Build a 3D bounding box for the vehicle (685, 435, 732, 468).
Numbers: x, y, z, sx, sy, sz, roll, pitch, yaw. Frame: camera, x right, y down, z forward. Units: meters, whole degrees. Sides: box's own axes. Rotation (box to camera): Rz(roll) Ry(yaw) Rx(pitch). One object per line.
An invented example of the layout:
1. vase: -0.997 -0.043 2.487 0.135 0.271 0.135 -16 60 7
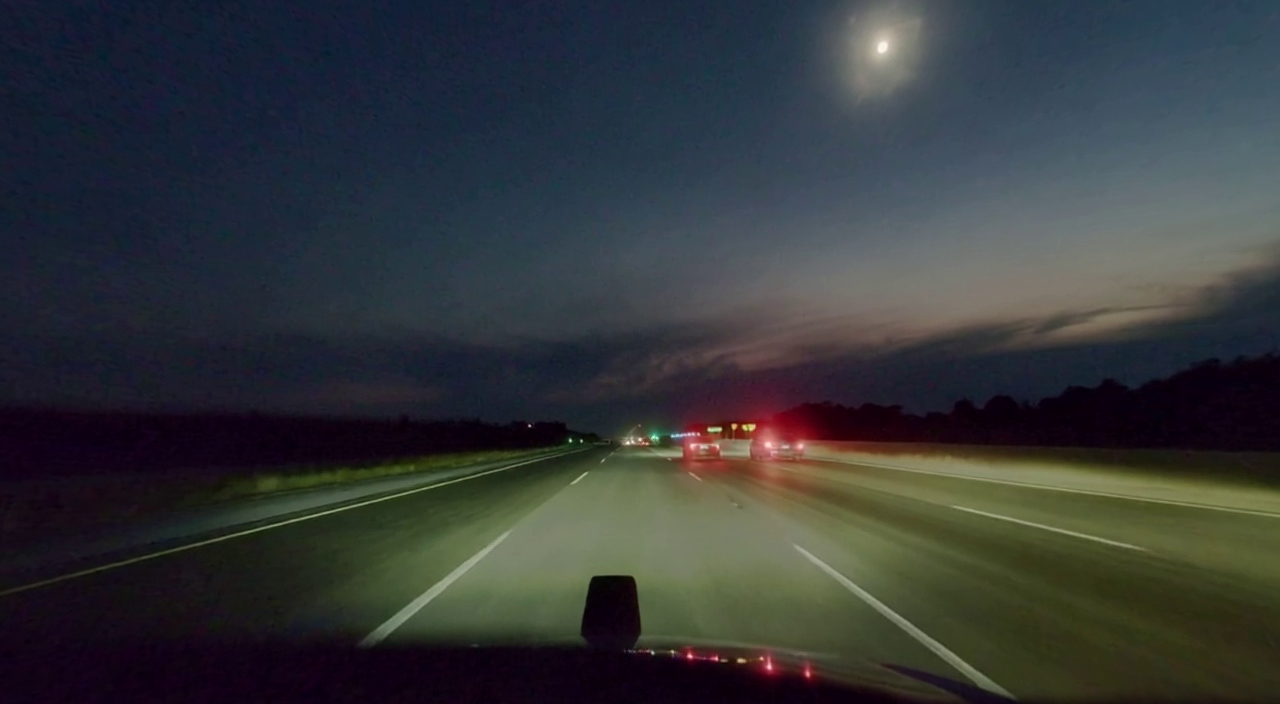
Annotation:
1. vehicle: 3.340 4.888 31.160 1.802 1.492 3.804 0 -8 -1
